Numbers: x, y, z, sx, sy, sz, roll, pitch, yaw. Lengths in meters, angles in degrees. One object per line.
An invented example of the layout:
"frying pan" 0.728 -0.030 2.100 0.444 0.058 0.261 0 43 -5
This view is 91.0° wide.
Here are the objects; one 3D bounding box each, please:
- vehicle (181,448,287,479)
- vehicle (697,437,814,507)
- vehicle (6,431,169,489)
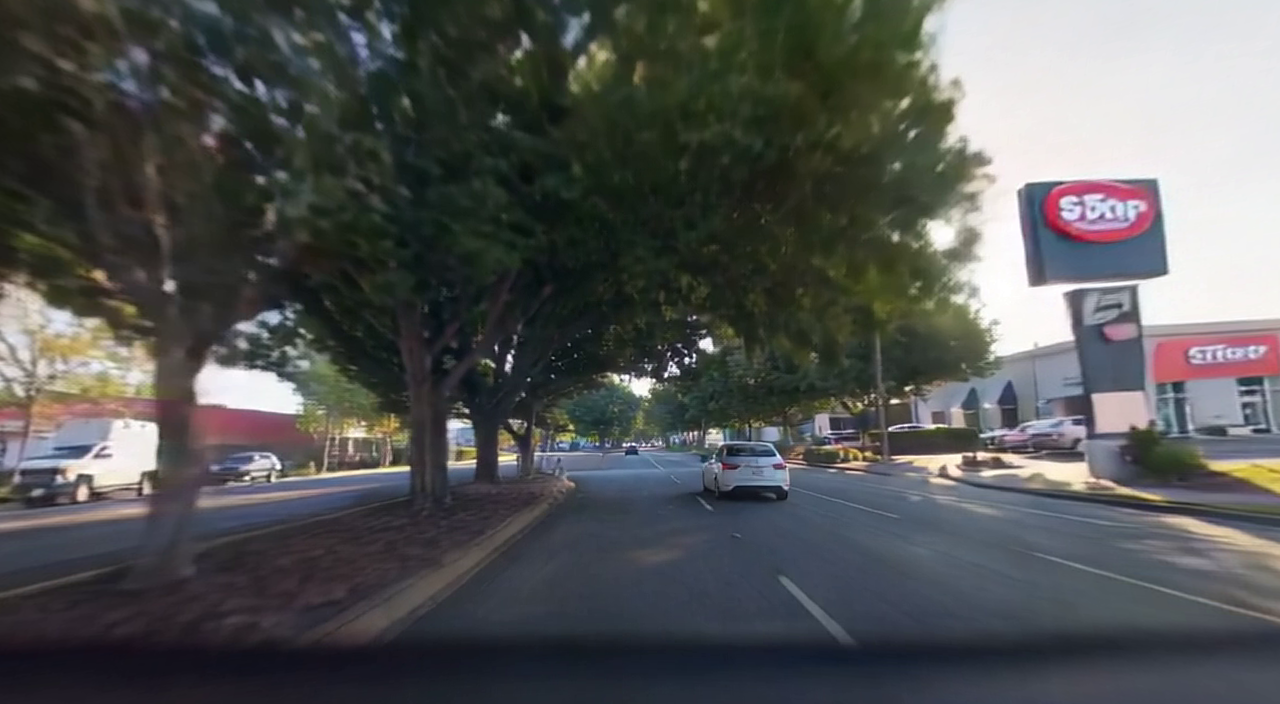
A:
"vehicle" -28.648 7.864 44.632 6.011 2.042 2.375 5 -10 -31
"vehicle" 2.678 2.917 15.778 2.015 1.479 4.444 0 -9 -1
"vehicle" -28.192 5.505 32.484 5.802 2.743 2.245 5 -10 -32
